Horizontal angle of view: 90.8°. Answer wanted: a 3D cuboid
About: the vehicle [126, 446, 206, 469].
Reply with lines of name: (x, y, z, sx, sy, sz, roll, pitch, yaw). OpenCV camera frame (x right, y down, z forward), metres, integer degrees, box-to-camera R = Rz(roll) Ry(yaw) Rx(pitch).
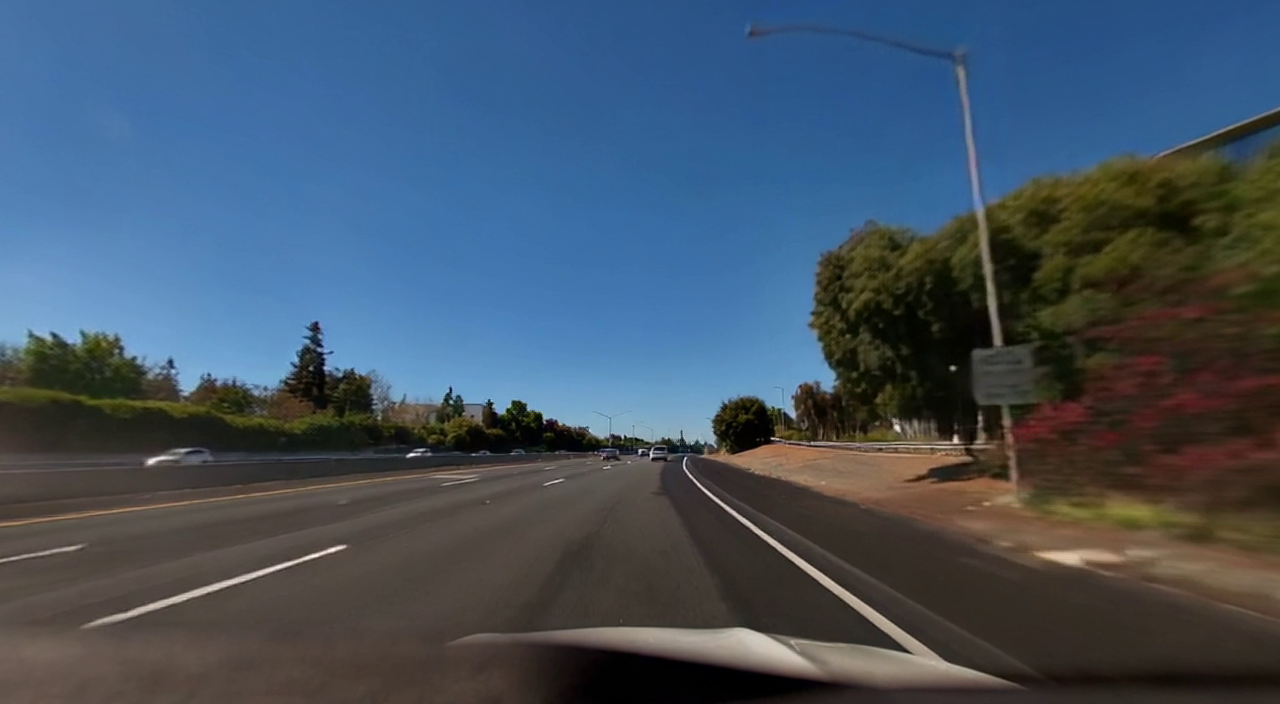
vehicle: (-35.719, 7.966, 47.791, 1.896, 1.640, 4.873, -1, -9, 8)
